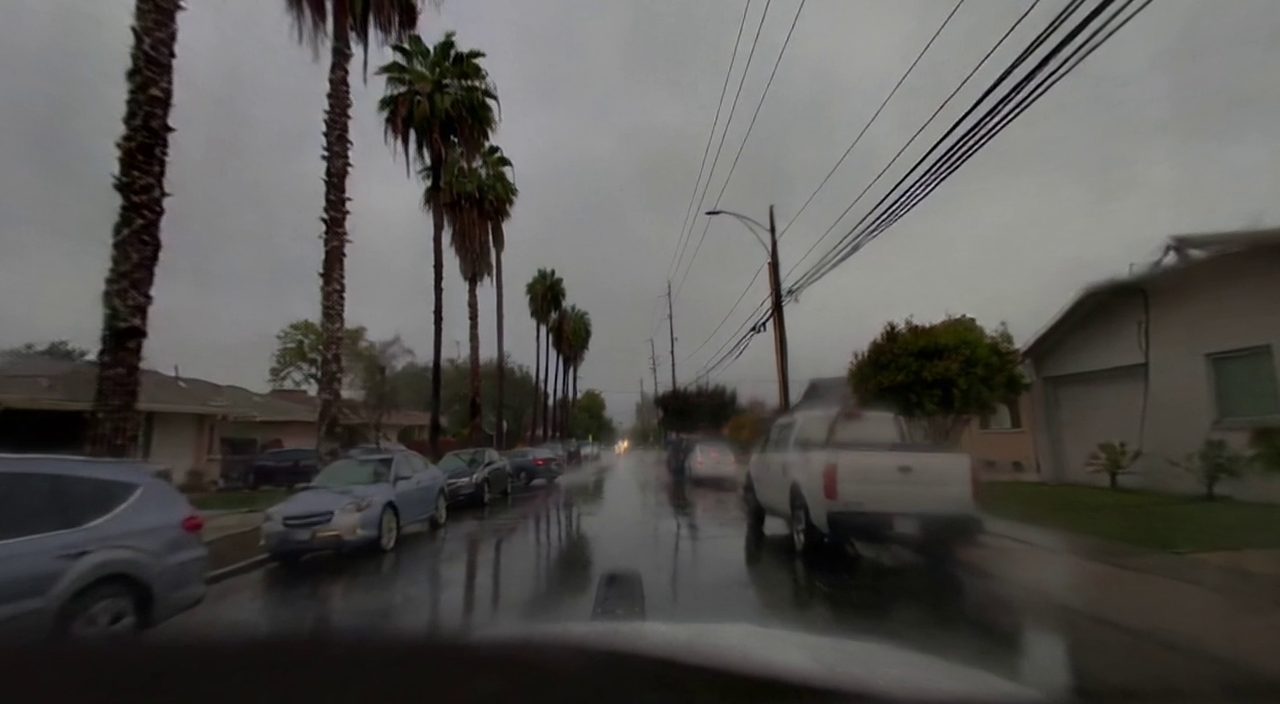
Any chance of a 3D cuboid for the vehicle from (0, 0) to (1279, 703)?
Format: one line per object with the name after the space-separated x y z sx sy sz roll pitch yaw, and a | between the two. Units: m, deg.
-0.162 0.529 0.295 2.966 2.216 4.279 0 -8 -1 | vehicle
